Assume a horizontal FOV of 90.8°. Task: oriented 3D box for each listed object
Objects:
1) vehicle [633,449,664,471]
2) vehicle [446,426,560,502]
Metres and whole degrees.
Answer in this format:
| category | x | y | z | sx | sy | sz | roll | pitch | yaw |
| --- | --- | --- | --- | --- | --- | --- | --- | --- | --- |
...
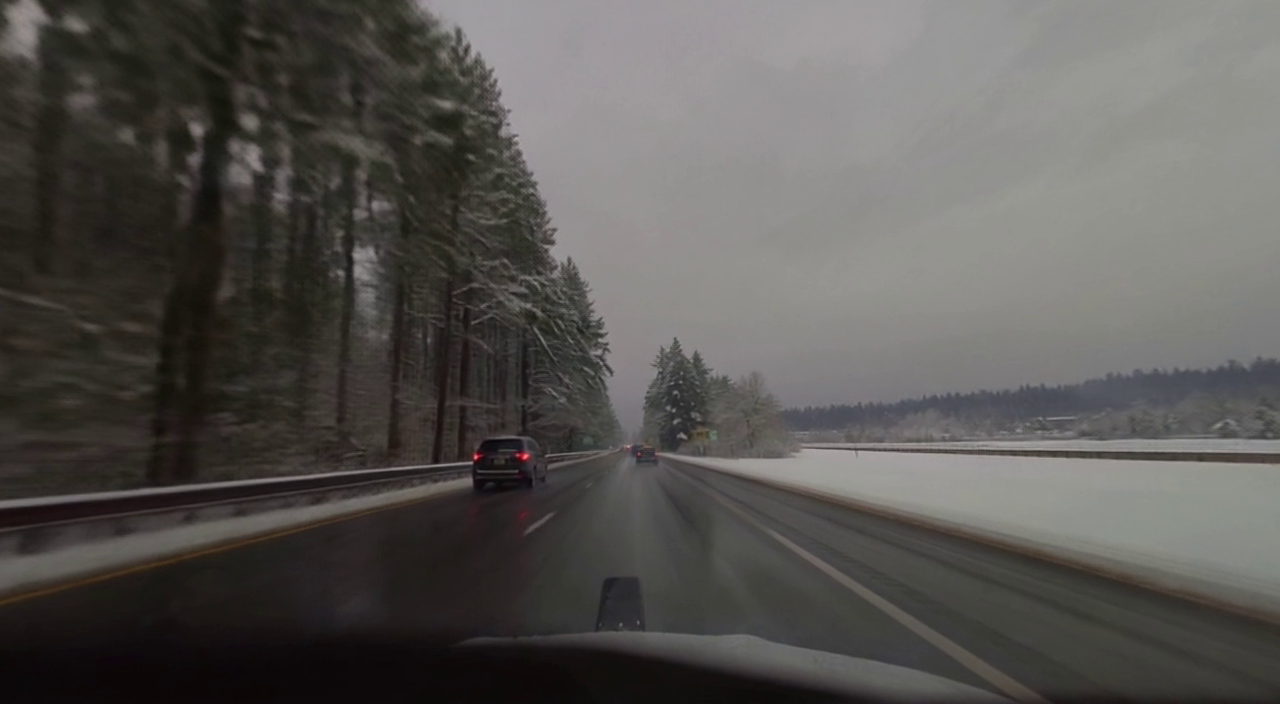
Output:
| category | x | y | z | sx | sy | sz | roll | pitch | yaw |
| --- | --- | --- | --- | --- | --- | --- | --- | --- | --- |
| vehicle | 0.601 | 7.468 | 43.846 | 2.046 | 1.452 | 4.407 | 0 | -9 | 0 |
| vehicle | -4.008 | 3.395 | 19.538 | 2.418 | 2.049 | 4.930 | 0 | -9 | 0 |
